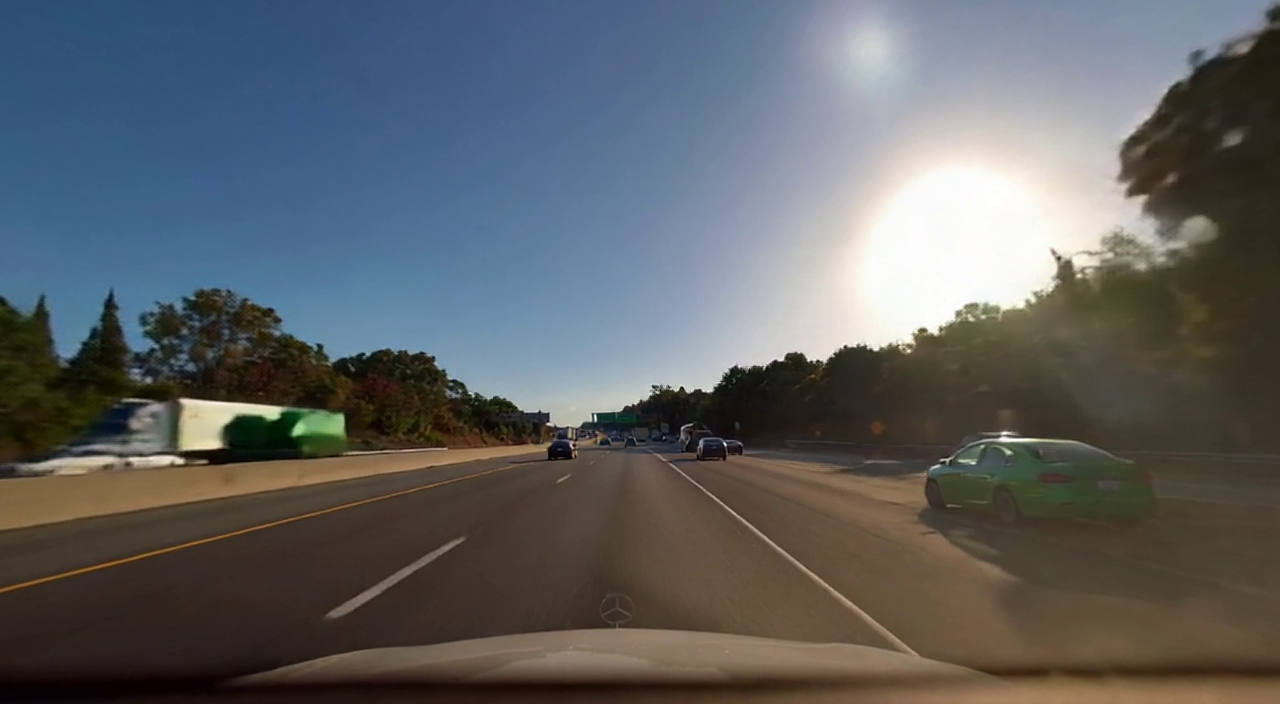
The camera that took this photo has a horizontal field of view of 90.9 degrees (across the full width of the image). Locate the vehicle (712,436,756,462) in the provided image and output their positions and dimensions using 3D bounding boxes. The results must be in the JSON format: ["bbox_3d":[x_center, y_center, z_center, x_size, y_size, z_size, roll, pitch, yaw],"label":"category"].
[{"bbox_3d":[5.512,5.719,37.424,1.920,1.436,3.890,0,-8,-2],"label":"vehicle"}]

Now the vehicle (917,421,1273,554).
[{"bbox_3d":[6.129,1.823,9.334,2.028,1.488,4.236,0,-8,-1],"label":"vehicle"}]

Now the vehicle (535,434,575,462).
[{"bbox_3d":[-5.112,5.797,38.306,1.966,1.570,3.859,0,-8,-1],"label":"vehicle"}]

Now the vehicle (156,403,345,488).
[{"bbox_3d":[-13.688,3.361,23.023,2.436,2.595,7.097,0,-8,-1],"label":"vehicle"}]
